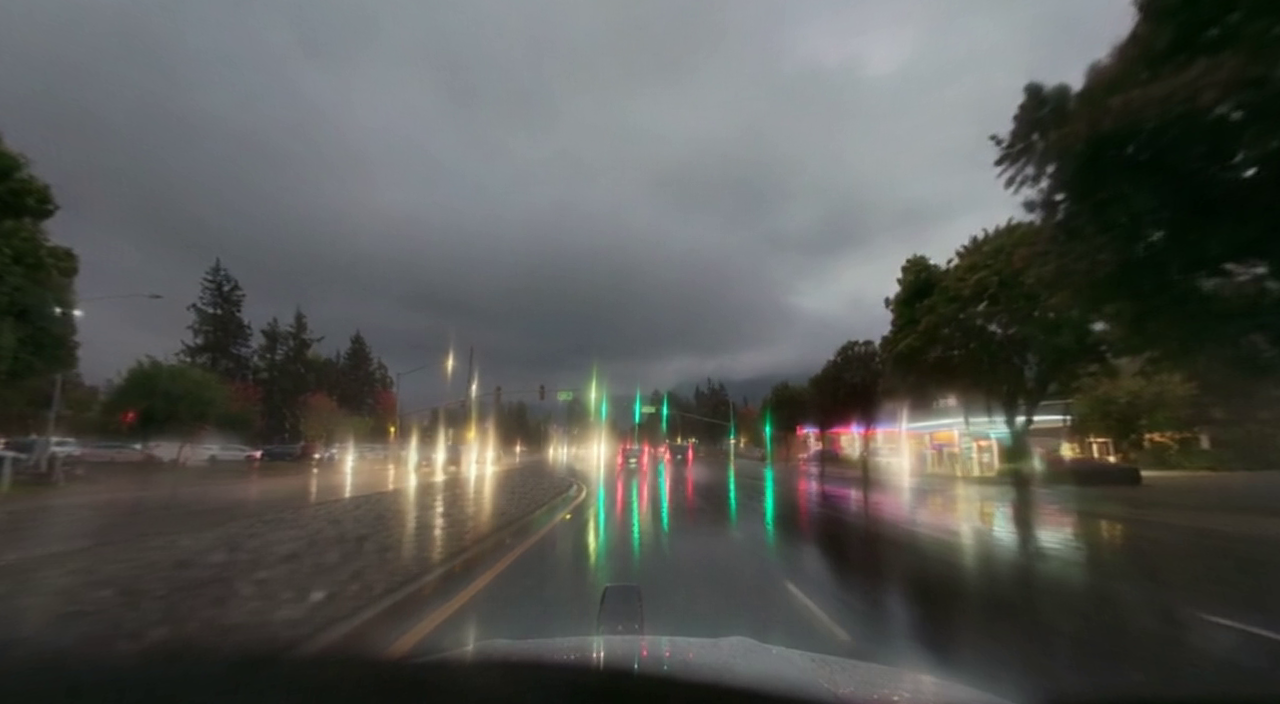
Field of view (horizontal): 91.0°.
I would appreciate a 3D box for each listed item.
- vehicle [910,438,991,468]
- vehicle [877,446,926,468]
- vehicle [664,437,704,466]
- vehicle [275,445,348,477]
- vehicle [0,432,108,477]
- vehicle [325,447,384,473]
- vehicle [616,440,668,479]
[{"bbox_3d":[20.441,6.695,41.839,2.254,1.804,5.953,-1,-9,-1],"label":"vehicle"},{"bbox_3d":[20.258,8.156,48.977,1.950,1.519,4.860,-3,-9,4],"label":"vehicle"},{"bbox_3d":[3.350,7.830,49.482,2.731,2.101,6.047,0,-9,0],"label":"vehicle"},{"bbox_3d":[-19.139,6.356,36.881,1.967,1.680,4.396,-1,-9,-1],"label":"vehicle"},{"bbox_3d":[-30.655,5.136,31.772,5.713,2.148,2.107,0,-9,4],"label":"vehicle"},{"bbox_3d":[-19.136,7.237,42.402,1.920,1.638,4.299,0,-9,0],"label":"vehicle"},{"bbox_3d":[0.058,4.684,27.664,2.145,1.572,4.021,0,-9,-1],"label":"vehicle"}]
